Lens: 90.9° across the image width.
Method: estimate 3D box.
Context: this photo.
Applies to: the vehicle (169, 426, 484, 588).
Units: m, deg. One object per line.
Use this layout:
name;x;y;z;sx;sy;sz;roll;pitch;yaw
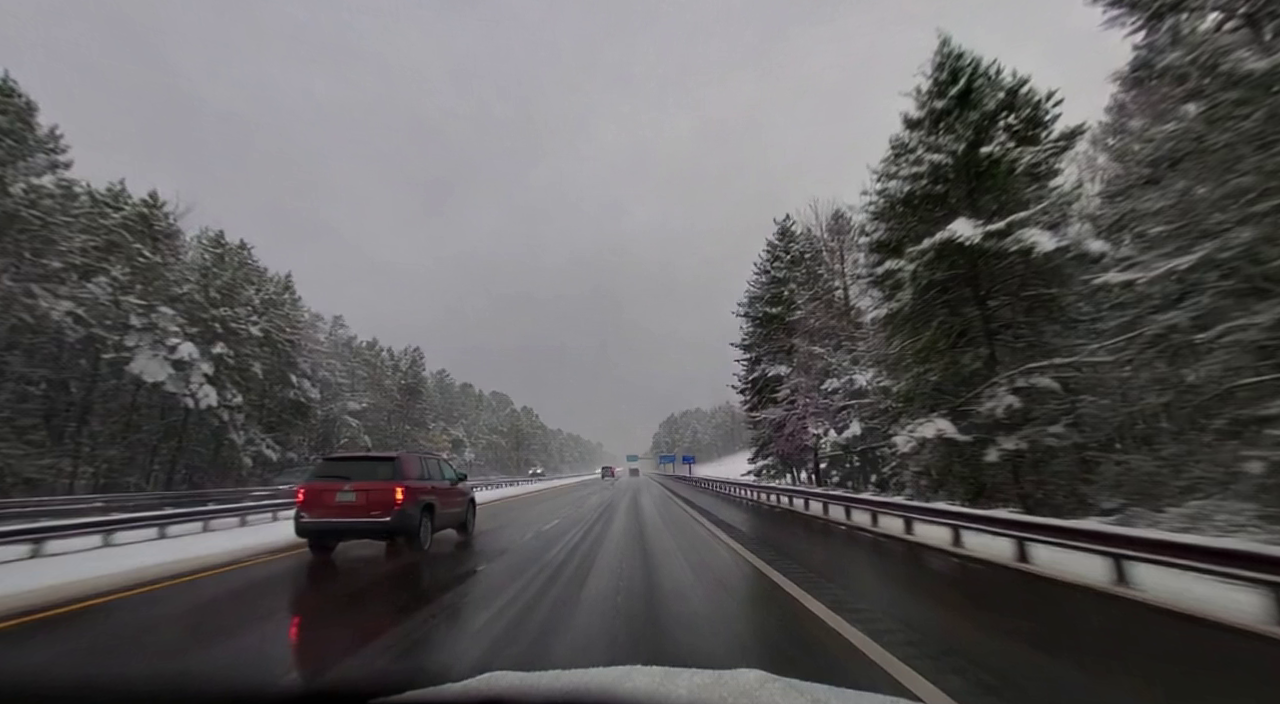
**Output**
vehicle;-3.905;2.076;9.039;2.107;1.668;4.554;1;-11;0
